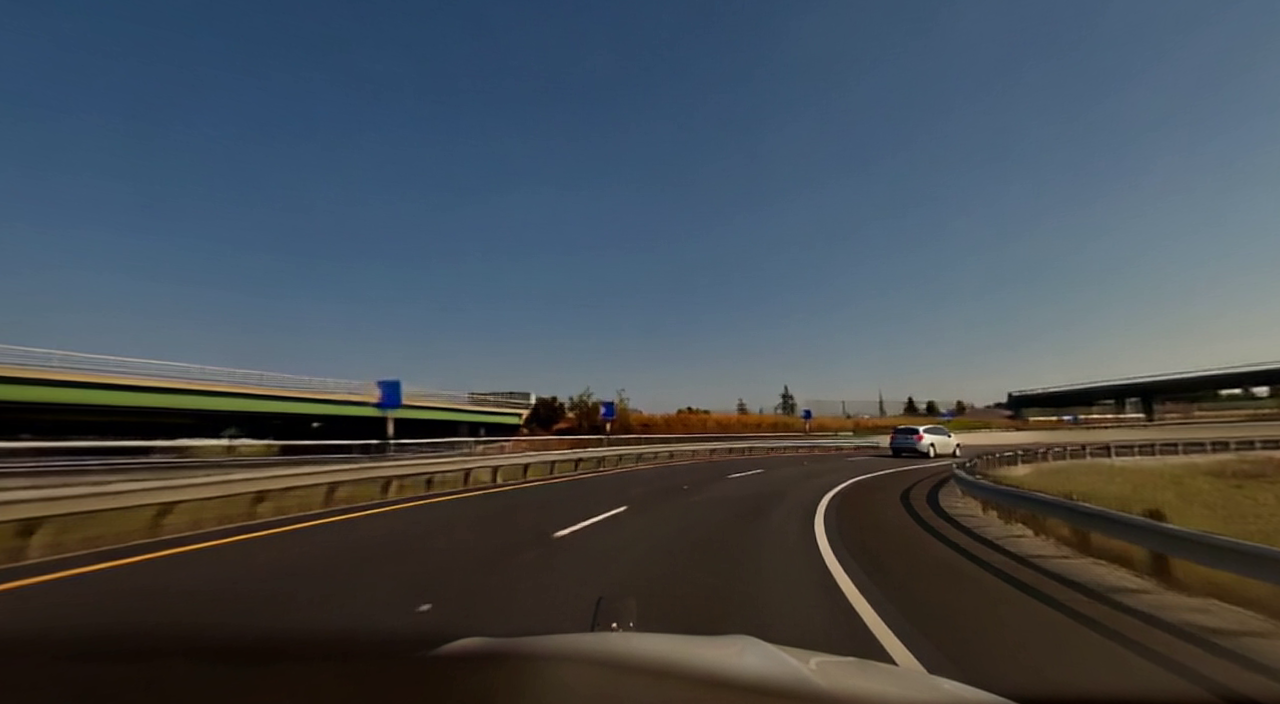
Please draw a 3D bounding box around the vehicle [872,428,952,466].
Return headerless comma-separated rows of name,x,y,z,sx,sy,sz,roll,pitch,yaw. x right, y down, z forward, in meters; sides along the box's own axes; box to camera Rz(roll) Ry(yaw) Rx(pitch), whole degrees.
vehicle,12.015,4.130,27.668,2.028,1.440,3.970,-3,-8,42
